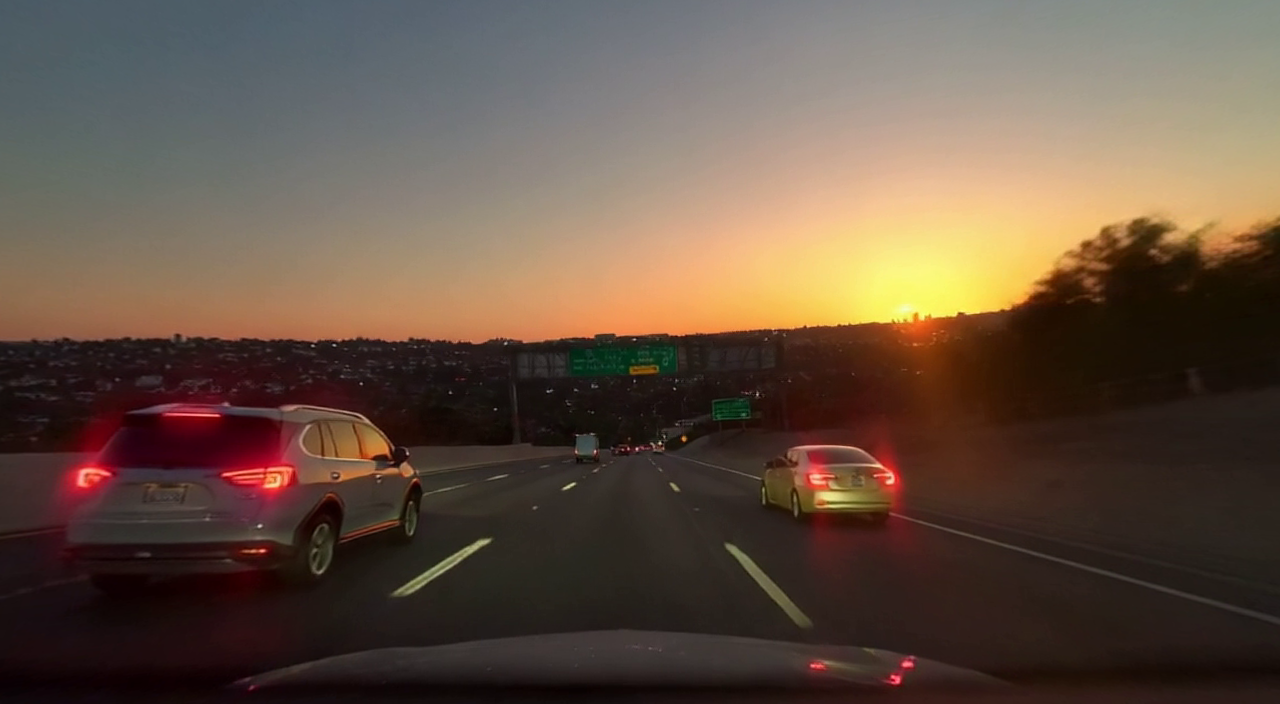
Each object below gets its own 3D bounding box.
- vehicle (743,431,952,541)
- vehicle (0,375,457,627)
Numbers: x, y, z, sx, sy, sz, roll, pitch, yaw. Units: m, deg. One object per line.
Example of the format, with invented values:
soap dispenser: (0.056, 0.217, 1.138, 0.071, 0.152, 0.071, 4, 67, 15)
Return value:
vehicle: (3.333, 2.275, 11.377, 2.047, 1.532, 4.884, 0, -9, -1)
vehicle: (-4.177, 1.520, 7.502, 2.285, 1.853, 5.564, 0, -9, 0)
